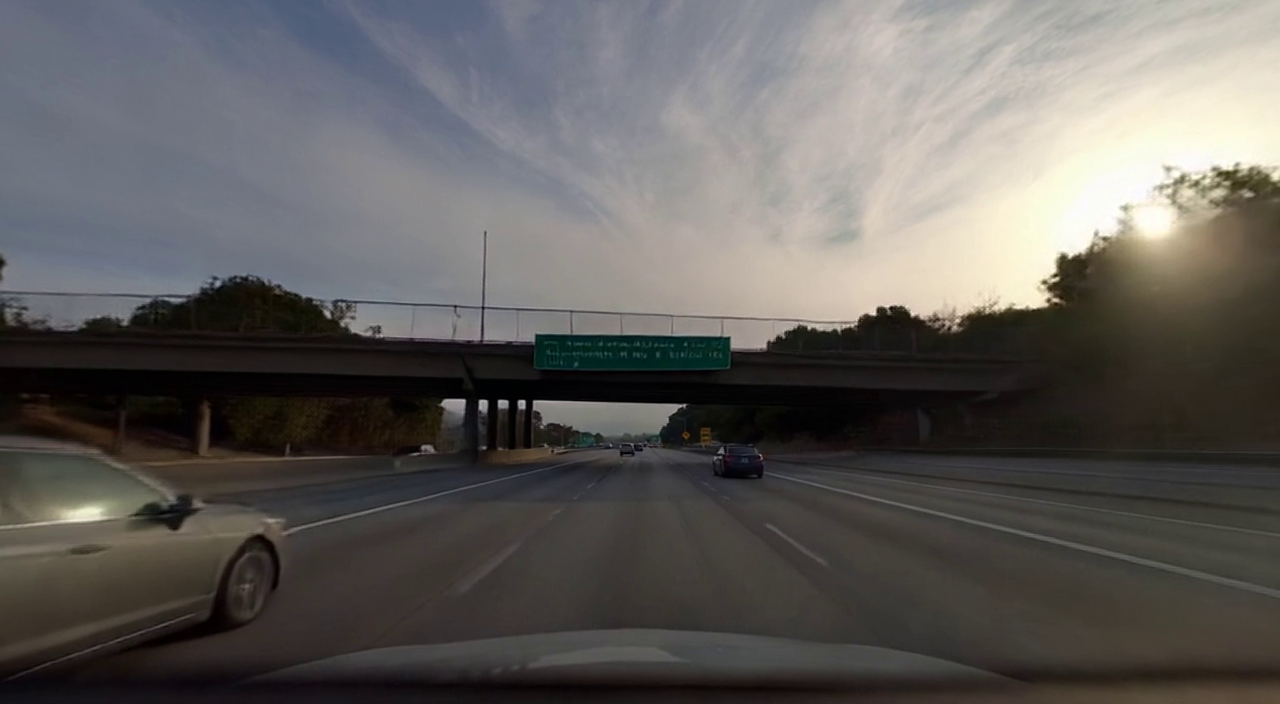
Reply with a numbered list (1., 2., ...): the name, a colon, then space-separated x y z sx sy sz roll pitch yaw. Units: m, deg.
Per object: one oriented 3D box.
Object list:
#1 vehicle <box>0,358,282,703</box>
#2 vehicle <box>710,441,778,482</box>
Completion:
1. vehicle: -3.799 0.813 2.120 2.259 1.706 4.924 0 -8 0
2. vehicle: 4.025 4.289 25.079 1.908 1.483 4.259 0 -8 -1
